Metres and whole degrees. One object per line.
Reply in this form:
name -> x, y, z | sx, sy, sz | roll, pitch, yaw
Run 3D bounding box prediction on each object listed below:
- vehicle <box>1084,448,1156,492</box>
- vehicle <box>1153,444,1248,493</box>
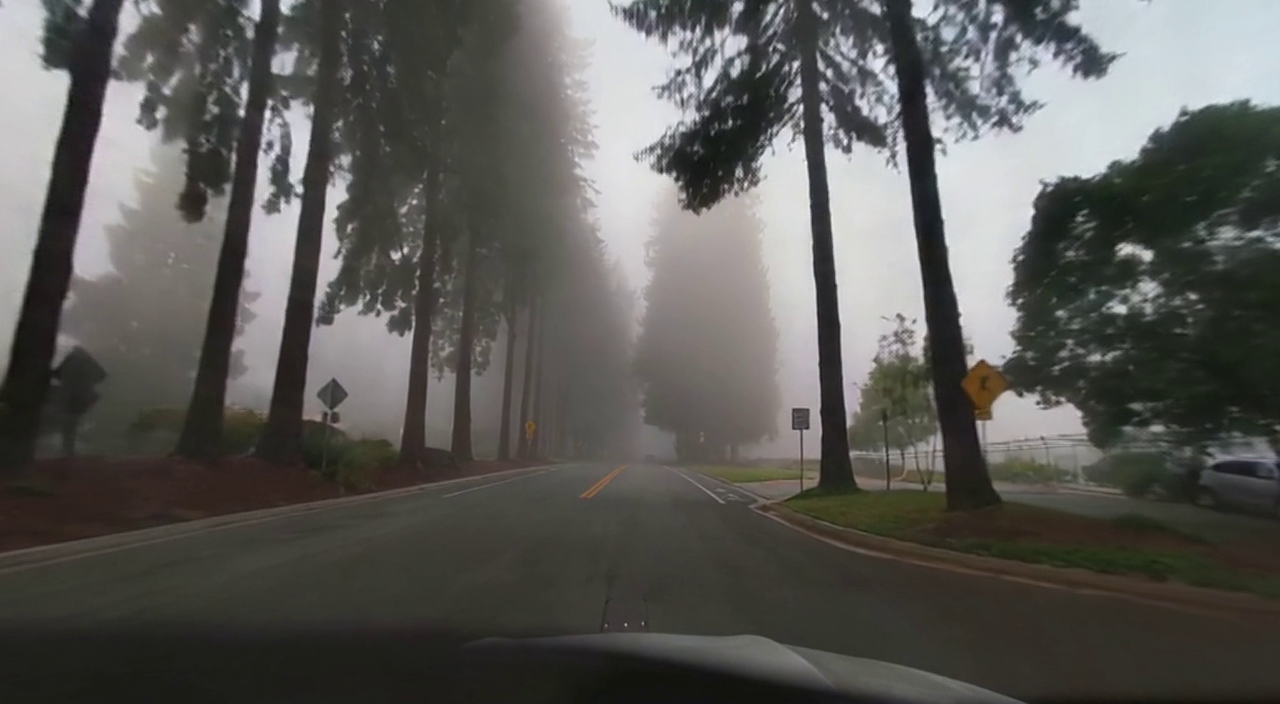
vehicle -> 20.089, 4.890, 26.548 | 1.958, 1.644, 4.527 | -5, -10, 32
vehicle -> 22.621, 4.651, 25.619 | 1.884, 1.773, 3.887 | -5, -9, 28
